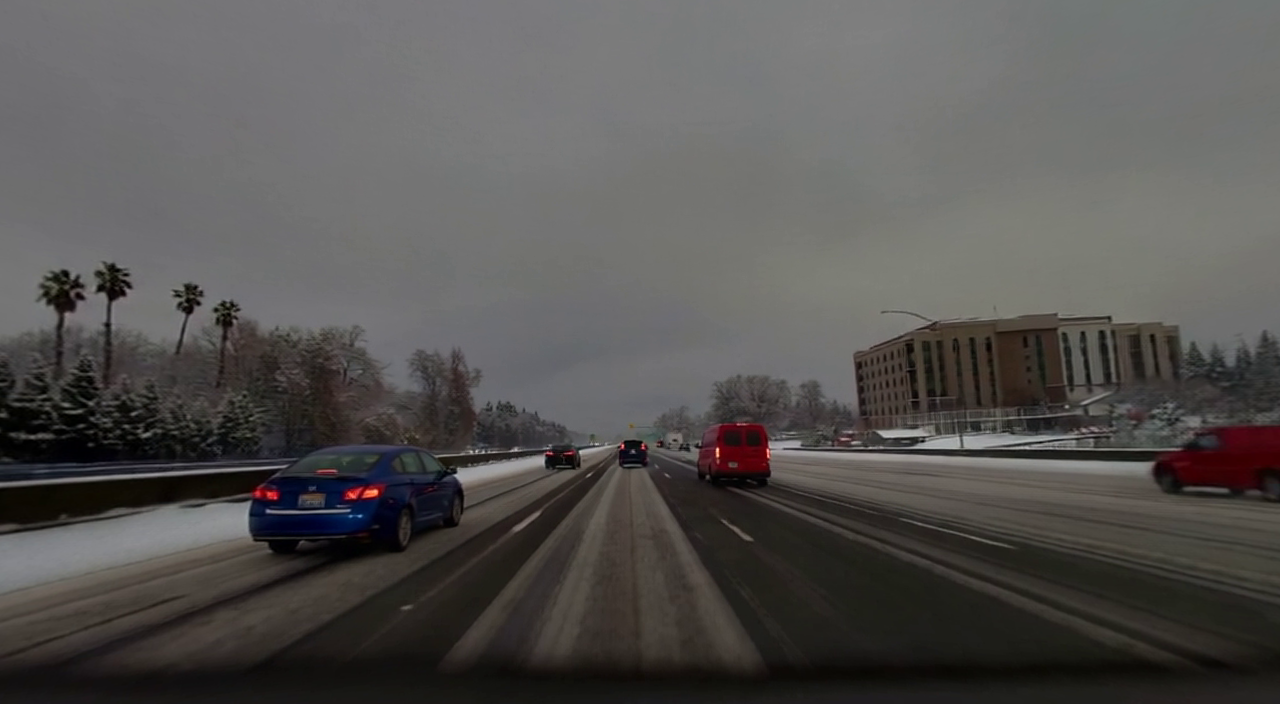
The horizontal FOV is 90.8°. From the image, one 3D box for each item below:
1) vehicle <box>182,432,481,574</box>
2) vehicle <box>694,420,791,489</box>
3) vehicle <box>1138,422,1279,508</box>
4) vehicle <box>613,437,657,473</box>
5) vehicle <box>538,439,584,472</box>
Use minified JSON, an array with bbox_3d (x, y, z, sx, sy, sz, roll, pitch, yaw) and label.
[{"bbox_3d":[-3.786,1.923,8.868,1.991,1.469,4.381,0,-9,0],"label":"vehicle"},{"bbox_3d":[3.382,3.561,22.193,2.250,2.074,5.723,0,-9,-2],"label":"vehicle"},{"bbox_3d":[13.865,2.446,13.832,2.010,1.721,4.871,0,-9,2],"label":"vehicle"},{"bbox_3d":[-0.269,5.459,33.589,2.212,1.786,4.198,0,-9,-1],"label":"vehicle"},{"bbox_3d":[-4.518,6.013,36.989,2.109,1.793,4.613,0,-9,0],"label":"vehicle"}]
